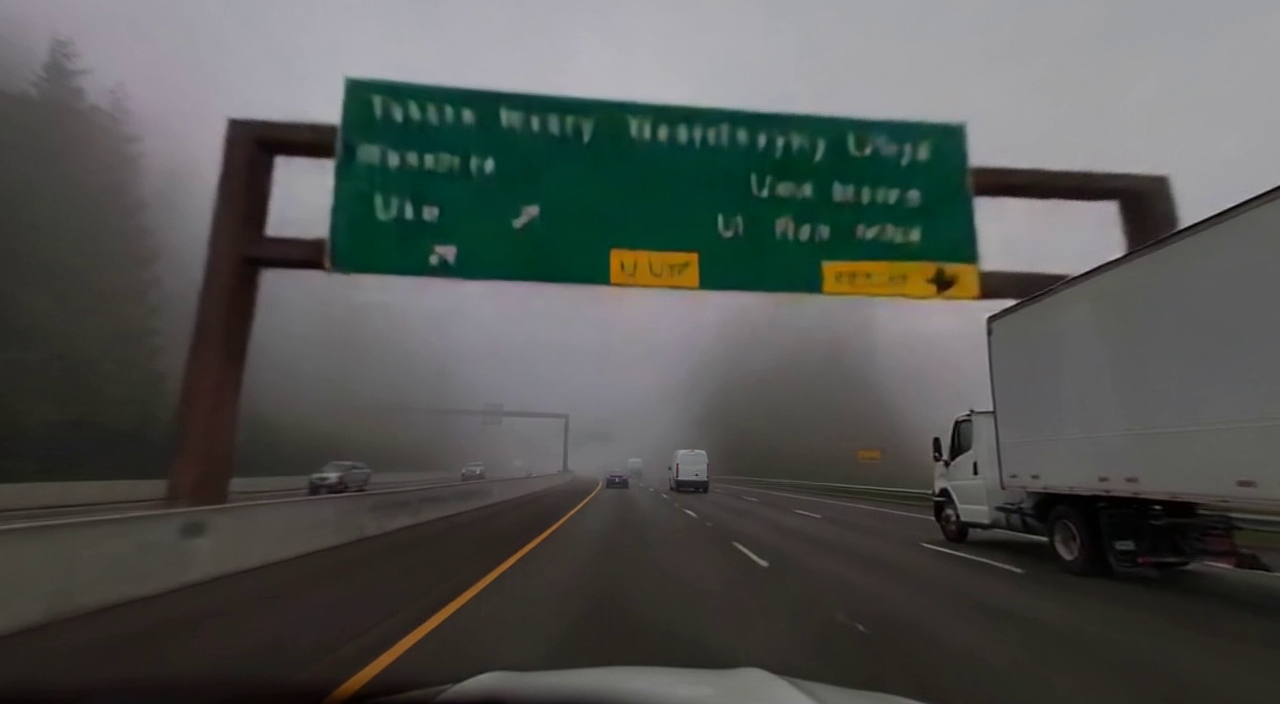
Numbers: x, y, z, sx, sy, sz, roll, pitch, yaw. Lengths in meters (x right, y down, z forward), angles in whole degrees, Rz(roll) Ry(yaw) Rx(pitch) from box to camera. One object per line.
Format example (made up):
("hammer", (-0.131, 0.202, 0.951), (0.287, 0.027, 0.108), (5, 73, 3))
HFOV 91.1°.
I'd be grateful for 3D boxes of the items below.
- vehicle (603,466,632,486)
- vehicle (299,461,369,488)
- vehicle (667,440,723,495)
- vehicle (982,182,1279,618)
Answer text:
("vehicle", (-1.802, 9.768, 49.647), (2.106, 1.524, 4.381), (1, -10, -3))
("vehicle", (-17.857, 7.181, 36.941), (1.864, 1.427, 4.621), (1, -10, -1))
("vehicle", (2.844, 6.193, 33.752), (2.291, 2.639, 5.280), (1, -10, -2))
("vehicle", (7.570, 0.053, 3.725), (2.866, 4.102, 14.351), (1, -10, -1))
